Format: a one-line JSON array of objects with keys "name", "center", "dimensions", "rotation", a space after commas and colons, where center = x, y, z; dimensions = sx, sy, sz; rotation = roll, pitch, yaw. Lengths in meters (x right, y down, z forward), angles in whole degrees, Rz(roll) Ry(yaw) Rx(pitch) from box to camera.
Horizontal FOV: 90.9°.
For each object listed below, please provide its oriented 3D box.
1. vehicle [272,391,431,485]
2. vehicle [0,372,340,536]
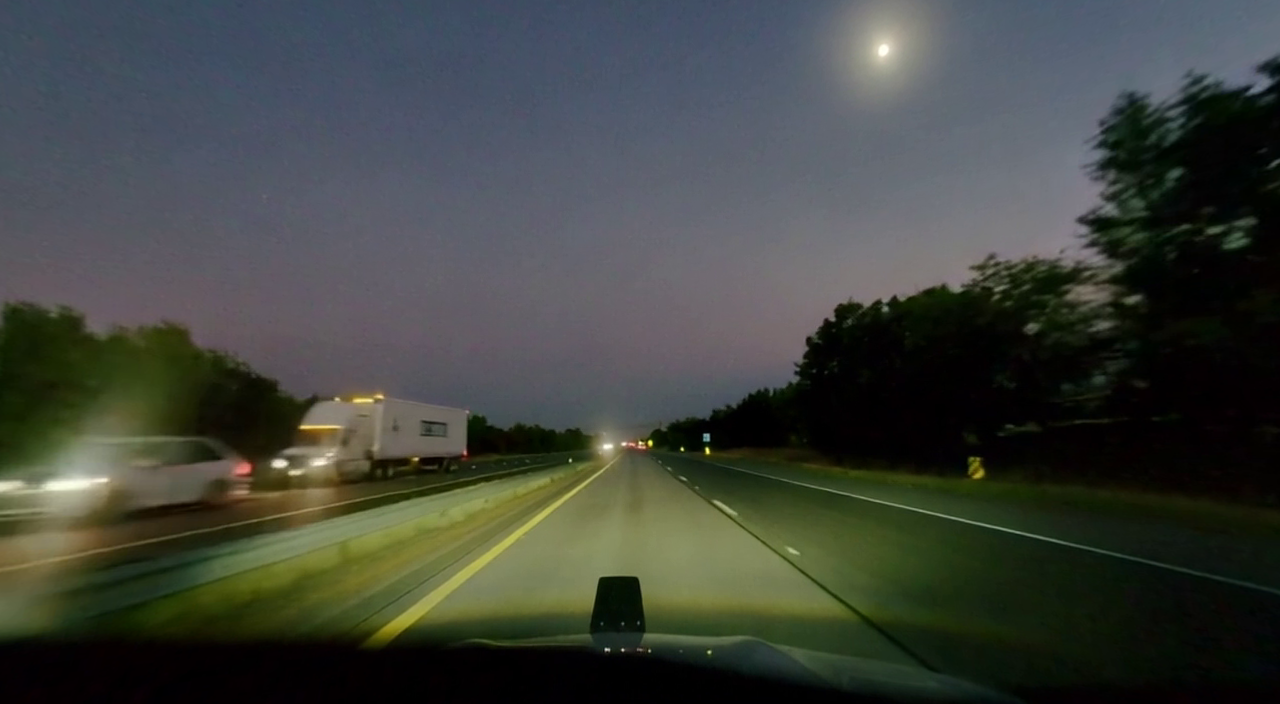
[{"name": "vehicle", "center": [-13.474, 4.288, 30.883], "dimensions": [2.962, 3.836, 10.189], "rotation": [0, -9, 0]}, {"name": "vehicle", "center": [-9.554, 2.170, 13.759], "dimensions": [2.233, 2.593, 7.395], "rotation": [0, -9, 1]}]
